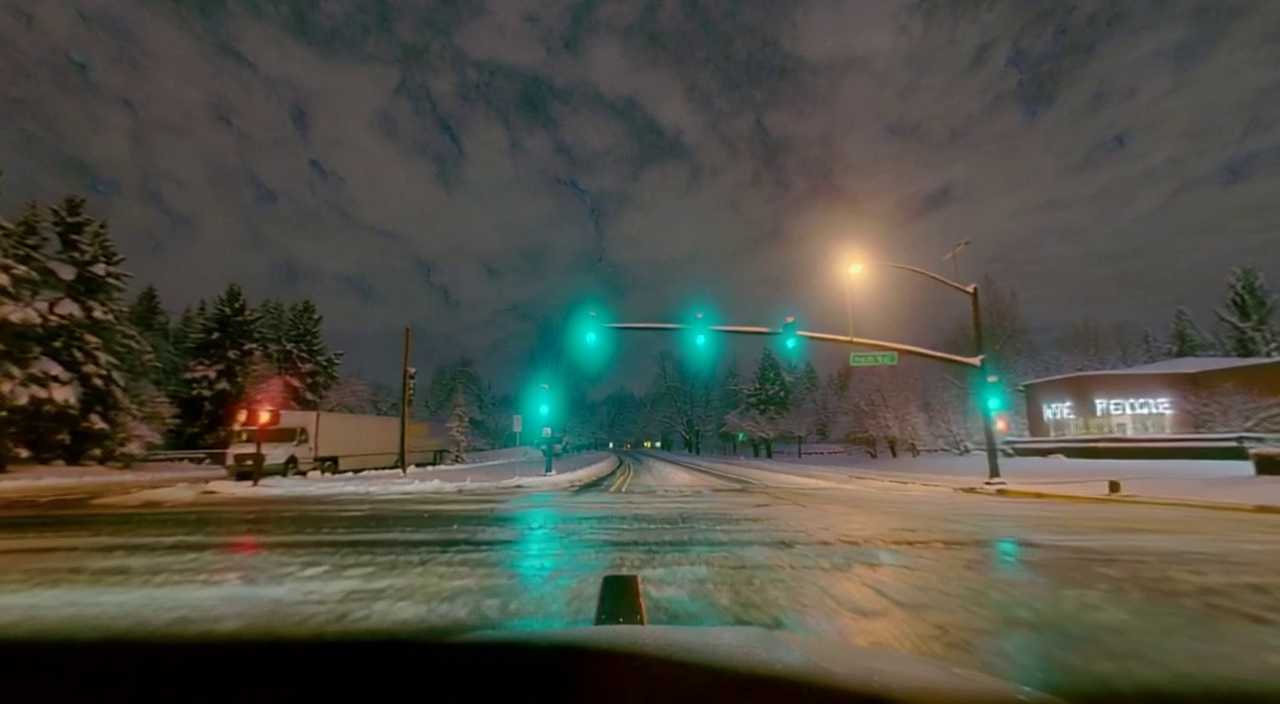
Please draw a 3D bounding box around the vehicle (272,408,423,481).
[{"bbox_3d":[-17.784,5.962,40.240,2.953,3.772,14.243,0,-9,-1],"label":"vehicle"}]
